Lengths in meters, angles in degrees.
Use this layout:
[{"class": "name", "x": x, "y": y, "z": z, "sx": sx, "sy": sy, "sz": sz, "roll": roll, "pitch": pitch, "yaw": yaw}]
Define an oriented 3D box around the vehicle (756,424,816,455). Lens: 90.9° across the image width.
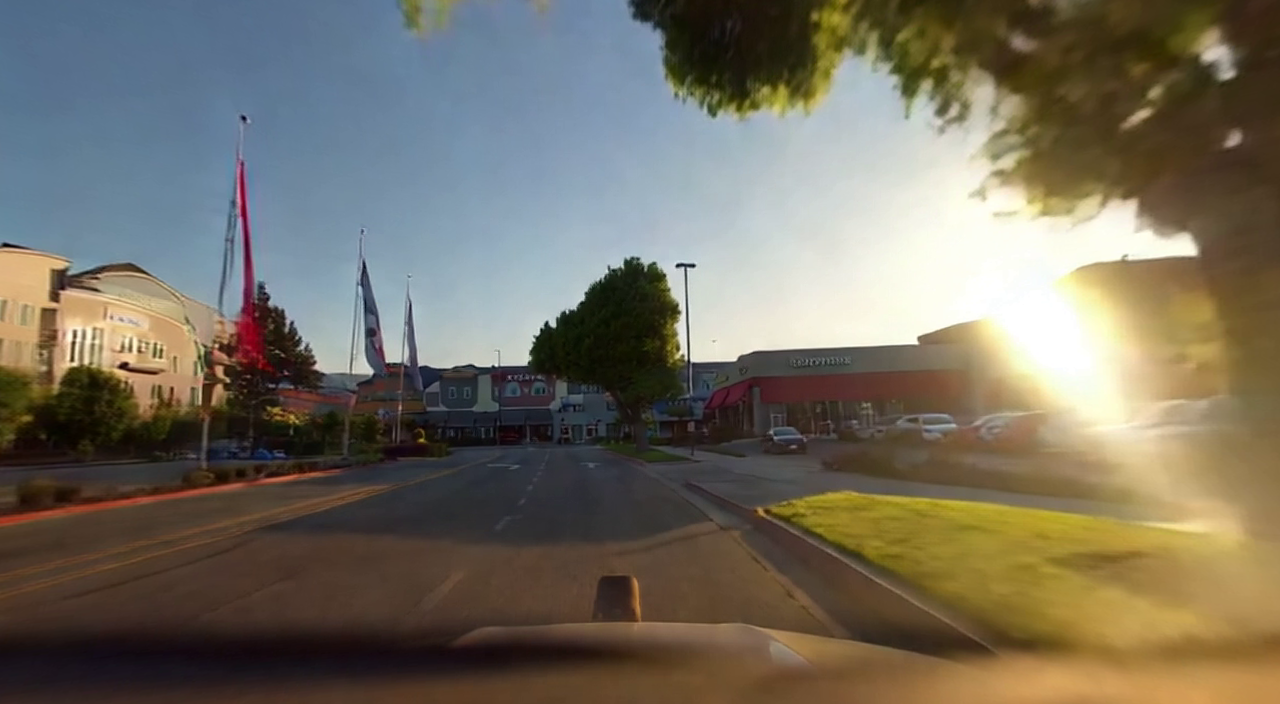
[{"class": "vehicle", "x": 7.460, "y": 4.524, "z": 32.579, "sx": 1.769, "sy": 1.516, "sz": 3.520, "roll": 0, "pitch": -8, "yaw": -9}]
